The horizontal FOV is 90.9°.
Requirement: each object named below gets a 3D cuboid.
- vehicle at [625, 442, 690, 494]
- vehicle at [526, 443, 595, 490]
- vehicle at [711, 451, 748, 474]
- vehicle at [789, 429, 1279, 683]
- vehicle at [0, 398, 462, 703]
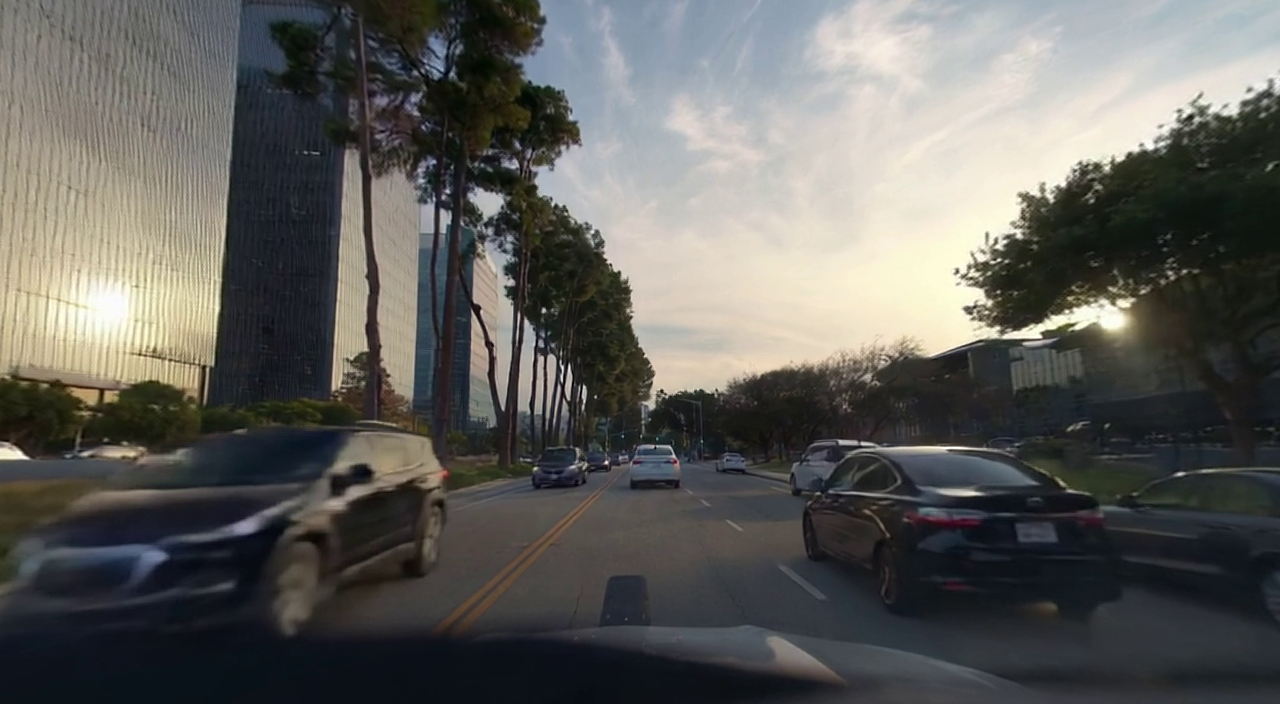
[{"bbox_3d":[0.595,4.047,22.284,2.105,1.653,3.887,0,-9,1],"label":"vehicle"},{"bbox_3d":[-3.109,4.585,25.517,2.124,1.731,4.227,0,-9,2],"label":"vehicle"},{"bbox_3d":[6.216,7.746,44.291,1.885,1.467,4.546,0,-9,0],"label":"vehicle"},{"bbox_3d":[2.910,1.567,5.982,1.991,1.536,4.116,0,-9,0],"label":"vehicle"},{"bbox_3d":[-3.425,1.470,5.887,2.167,1.717,4.448,0,-9,0],"label":"vehicle"}]
